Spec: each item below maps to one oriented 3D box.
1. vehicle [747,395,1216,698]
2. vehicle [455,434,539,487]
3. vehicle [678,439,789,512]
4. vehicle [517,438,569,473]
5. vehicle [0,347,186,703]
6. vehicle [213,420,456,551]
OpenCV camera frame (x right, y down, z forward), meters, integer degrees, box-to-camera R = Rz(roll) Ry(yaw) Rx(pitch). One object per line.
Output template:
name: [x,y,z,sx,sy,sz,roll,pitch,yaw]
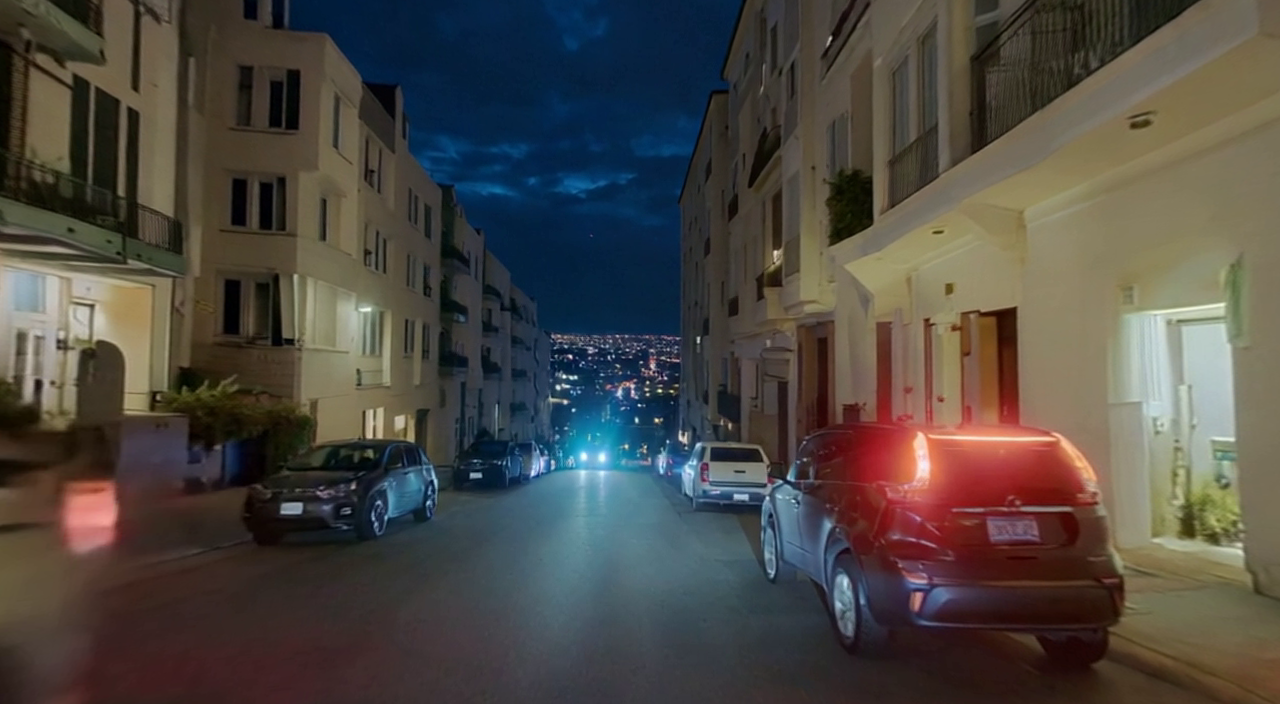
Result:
vehicle: [2.253,1.354,5.555,1.839,1.678,3.918,0,-8,-1]
vehicle: [-4.847,3.750,21.916,1.942,1.521,3.761,5,-9,0]
vehicle: [2.008,2.779,14.807,1.786,1.447,4.314,0,-8,-2]
vehicle: [-4.789,5.214,31.754,1.872,1.484,3.978,5,-9,1]
vehicle: [-2.588,0.609,0.482,1.845,1.544,3.388,0,-8,2]
vehicle: [-4.537,2.068,10.280,1.883,1.499,4.426,6,-10,-3]
